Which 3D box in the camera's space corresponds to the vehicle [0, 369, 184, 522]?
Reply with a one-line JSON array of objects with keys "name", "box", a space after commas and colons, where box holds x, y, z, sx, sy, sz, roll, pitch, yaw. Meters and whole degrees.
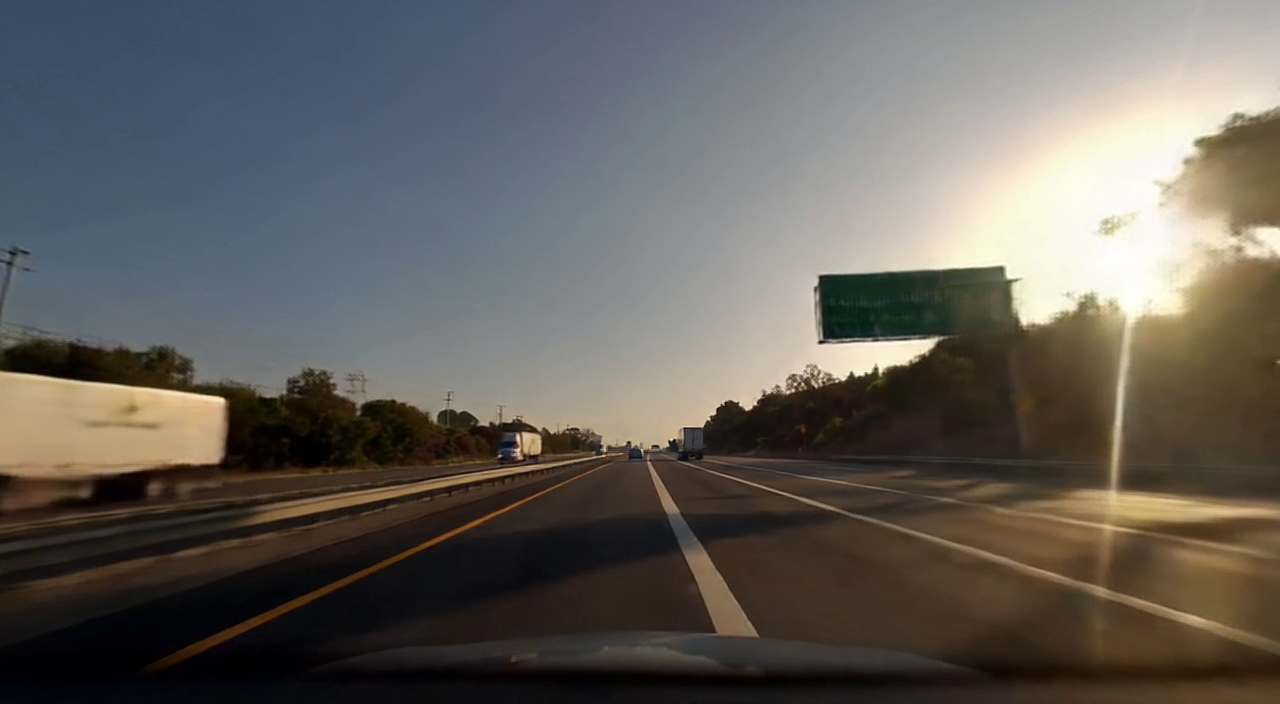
[{"name": "vehicle", "box": [-16.301, 2.240, 15.041, 2.750, 3.529, 10.573, 0, -9, 0]}]
